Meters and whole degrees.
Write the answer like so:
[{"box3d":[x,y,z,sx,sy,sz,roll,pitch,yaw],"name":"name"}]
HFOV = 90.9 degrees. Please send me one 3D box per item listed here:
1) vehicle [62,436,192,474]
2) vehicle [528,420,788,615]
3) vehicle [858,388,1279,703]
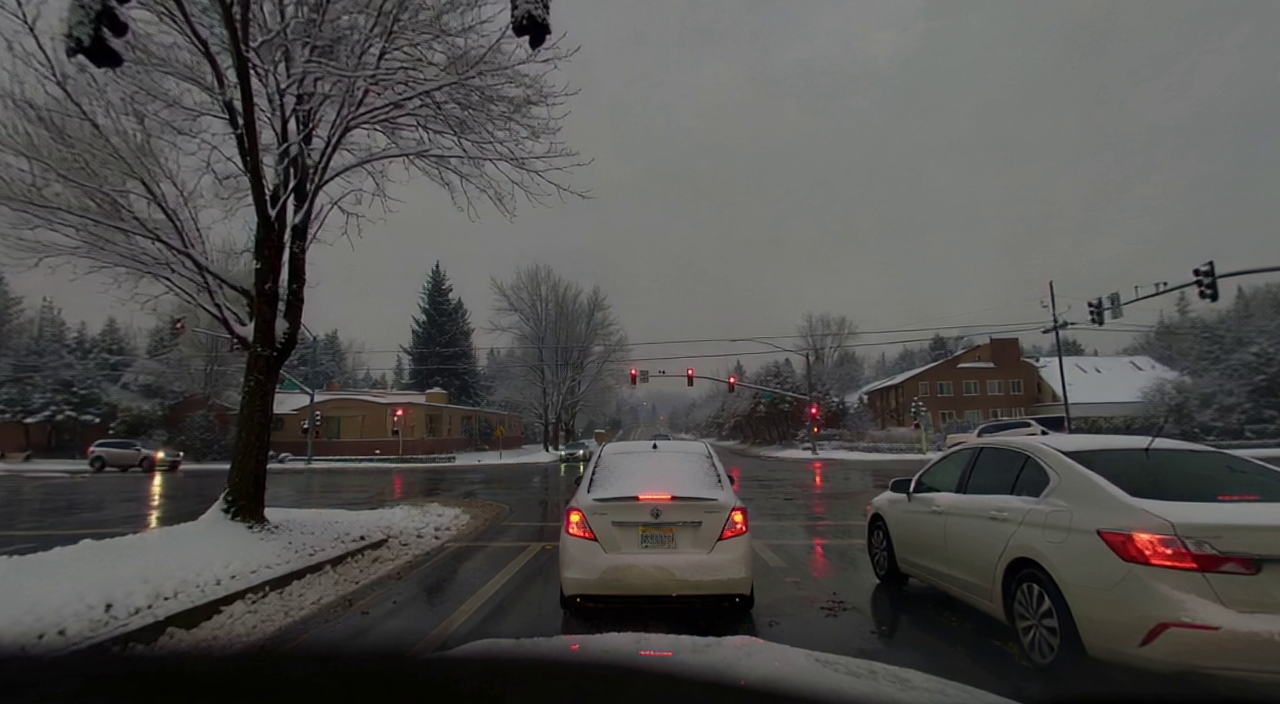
[{"box3d":[-24.279,4.871,29.978,4.450,1.684,1.894,0,-8,0],"name":"vehicle"},{"box3d":[0.100,1.565,6.872,2.017,1.485,3.813,0,-8,-1],"name":"vehicle"},{"box3d":[3.175,1.122,3.893,1.931,1.493,4.555,0,-8,-1],"name":"vehicle"}]
